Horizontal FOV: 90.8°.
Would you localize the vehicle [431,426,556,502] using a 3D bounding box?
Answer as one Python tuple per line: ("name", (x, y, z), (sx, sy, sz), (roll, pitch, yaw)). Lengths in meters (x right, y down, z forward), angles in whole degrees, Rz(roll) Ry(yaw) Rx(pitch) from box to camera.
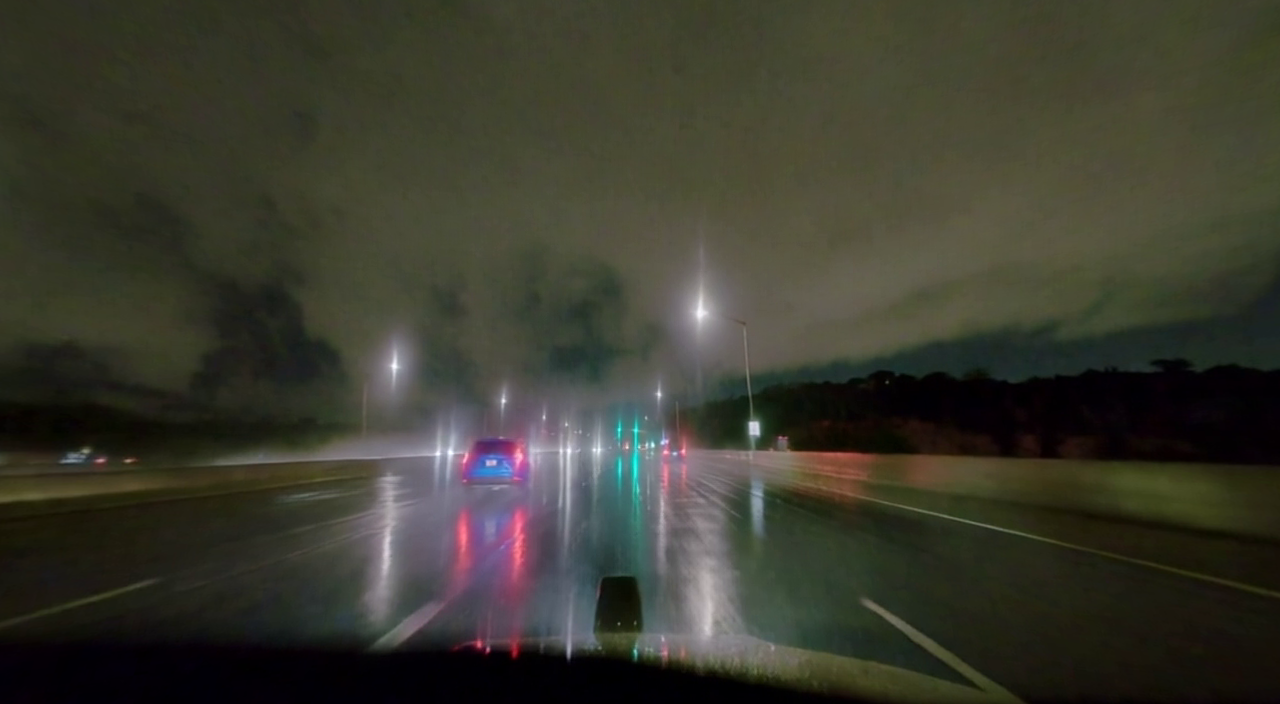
("vehicle", (-3.811, 3.041, 17.534), (2.205, 1.773, 5.124), (0, -9, 0))
